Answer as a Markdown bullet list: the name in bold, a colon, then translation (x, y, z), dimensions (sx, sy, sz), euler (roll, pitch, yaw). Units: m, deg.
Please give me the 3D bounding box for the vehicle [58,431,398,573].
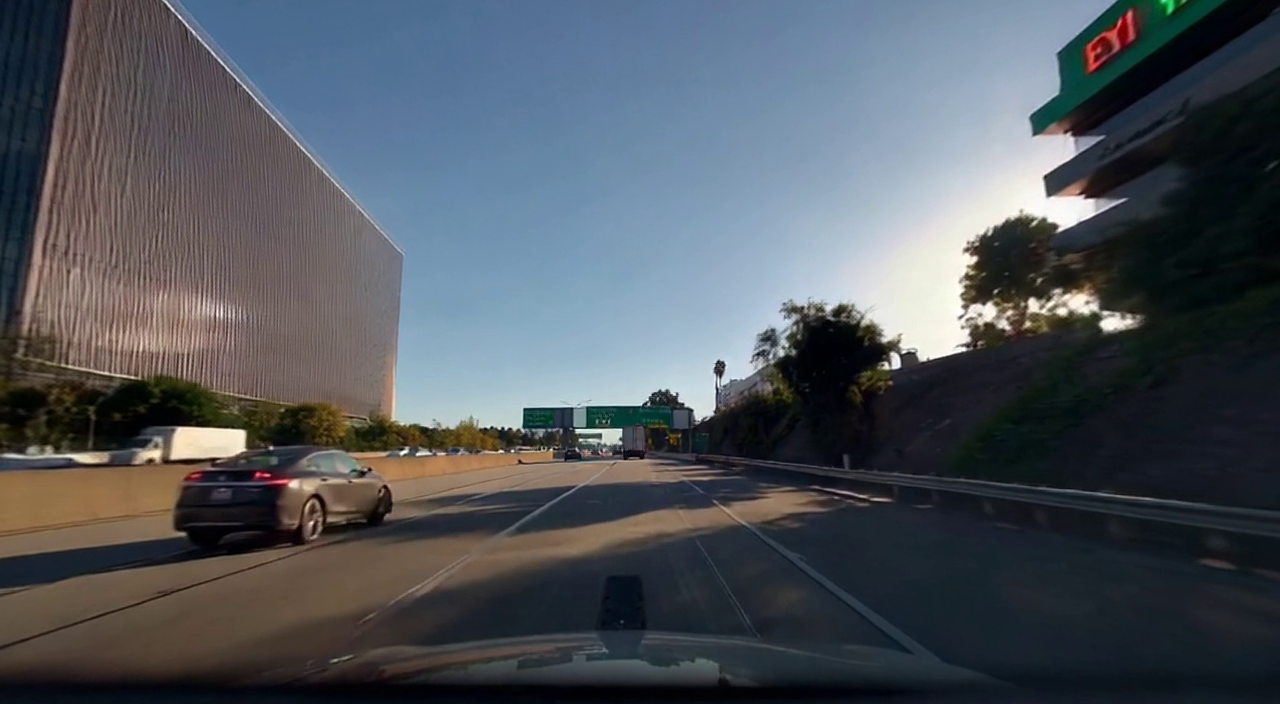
- **vehicle**: translation (-5.262, 1.943, 8.962), dimensions (1.943, 1.510, 4.201), euler (0, -9, 1)
